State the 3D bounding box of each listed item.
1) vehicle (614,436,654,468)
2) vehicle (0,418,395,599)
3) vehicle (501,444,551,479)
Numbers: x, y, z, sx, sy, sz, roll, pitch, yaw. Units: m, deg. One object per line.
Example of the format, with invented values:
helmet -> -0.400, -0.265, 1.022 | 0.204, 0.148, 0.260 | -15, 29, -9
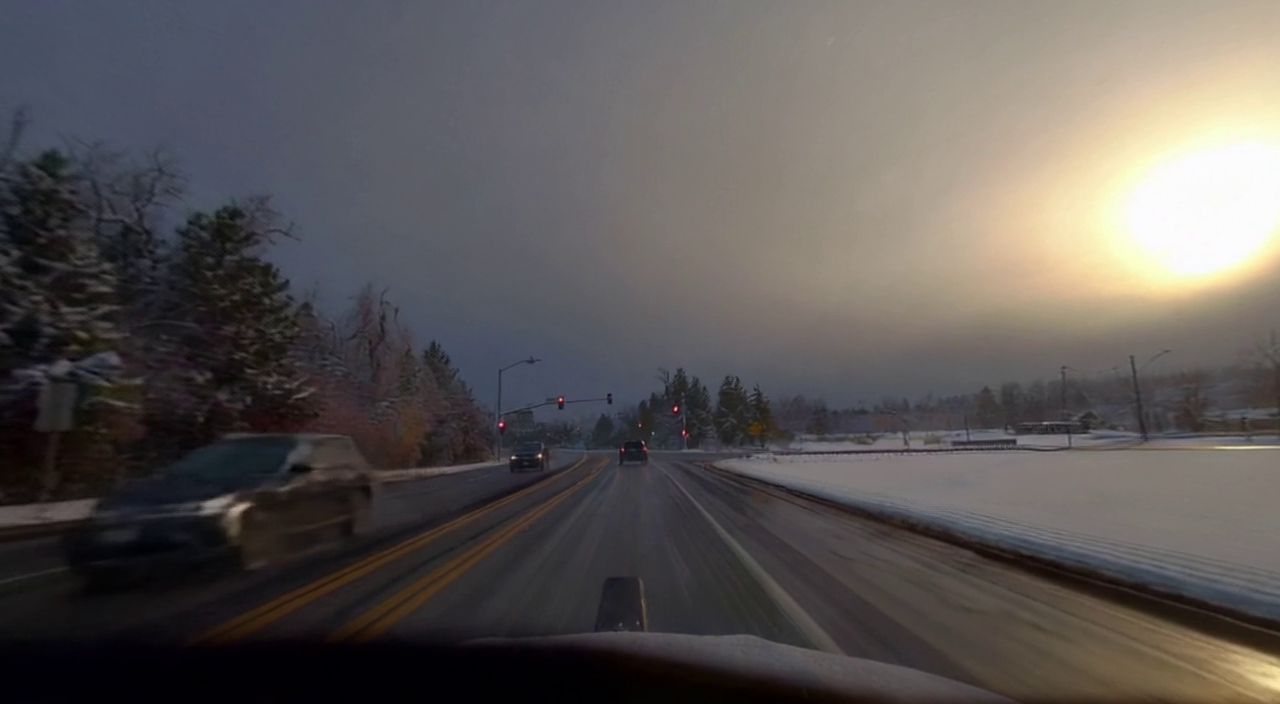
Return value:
vehicle -> -0.428, 6.921, 43.860 | 2.574, 2.059, 5.331 | 0, -9, -1
vehicle -> -5.360, 1.878, 8.550 | 2.347, 1.720, 4.687 | 0, -9, -2
vehicle -> -6.924, 6.667, 38.865 | 2.378, 1.853, 4.847 | -3, -9, -3
